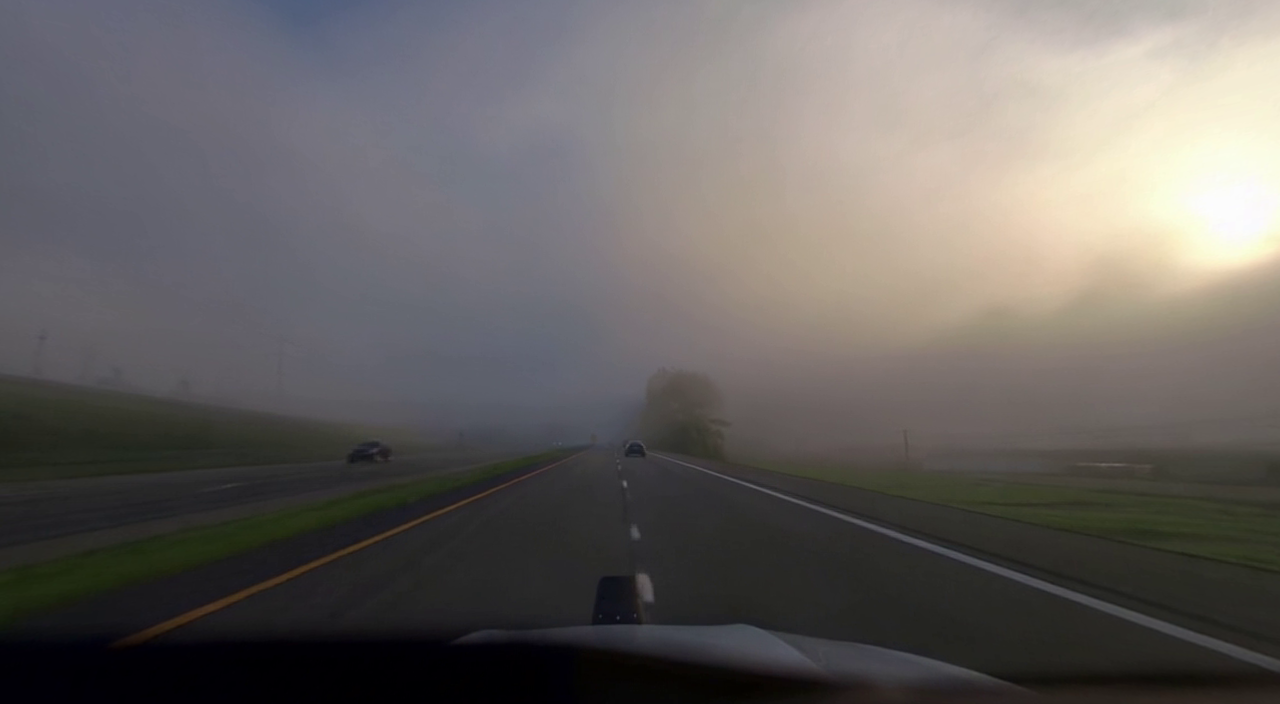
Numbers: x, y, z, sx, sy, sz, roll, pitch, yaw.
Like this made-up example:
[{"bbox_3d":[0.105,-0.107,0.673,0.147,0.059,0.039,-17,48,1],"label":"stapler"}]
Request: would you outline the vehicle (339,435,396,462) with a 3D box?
[{"bbox_3d":[-17.753,6.282,41.221,1.922,1.630,4.437,0,-8,-2],"label":"vehicle"}]
